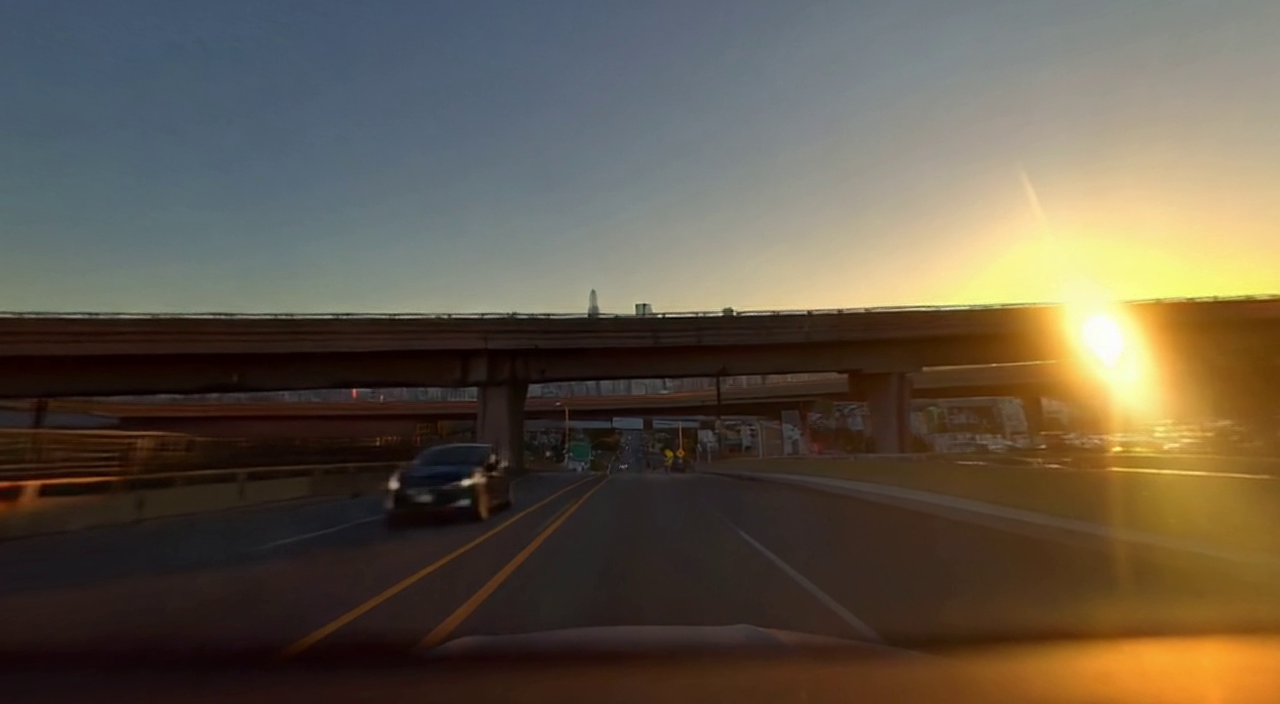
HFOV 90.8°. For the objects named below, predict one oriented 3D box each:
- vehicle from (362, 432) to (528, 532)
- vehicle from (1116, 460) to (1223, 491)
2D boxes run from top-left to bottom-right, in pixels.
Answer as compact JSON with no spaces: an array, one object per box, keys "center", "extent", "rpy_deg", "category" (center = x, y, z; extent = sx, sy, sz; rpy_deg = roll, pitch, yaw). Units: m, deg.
[{"center":[-3.868,2.651,13.493],"extent":[2.096,1.743,4.420],"rpy_deg":[0,-9,0],"category":"vehicle"},{"center":[27.712,6.485,33.159],"extent":[3.924,1.457,1.716],"rpy_deg":[0,-15,-2],"category":"vehicle"}]
